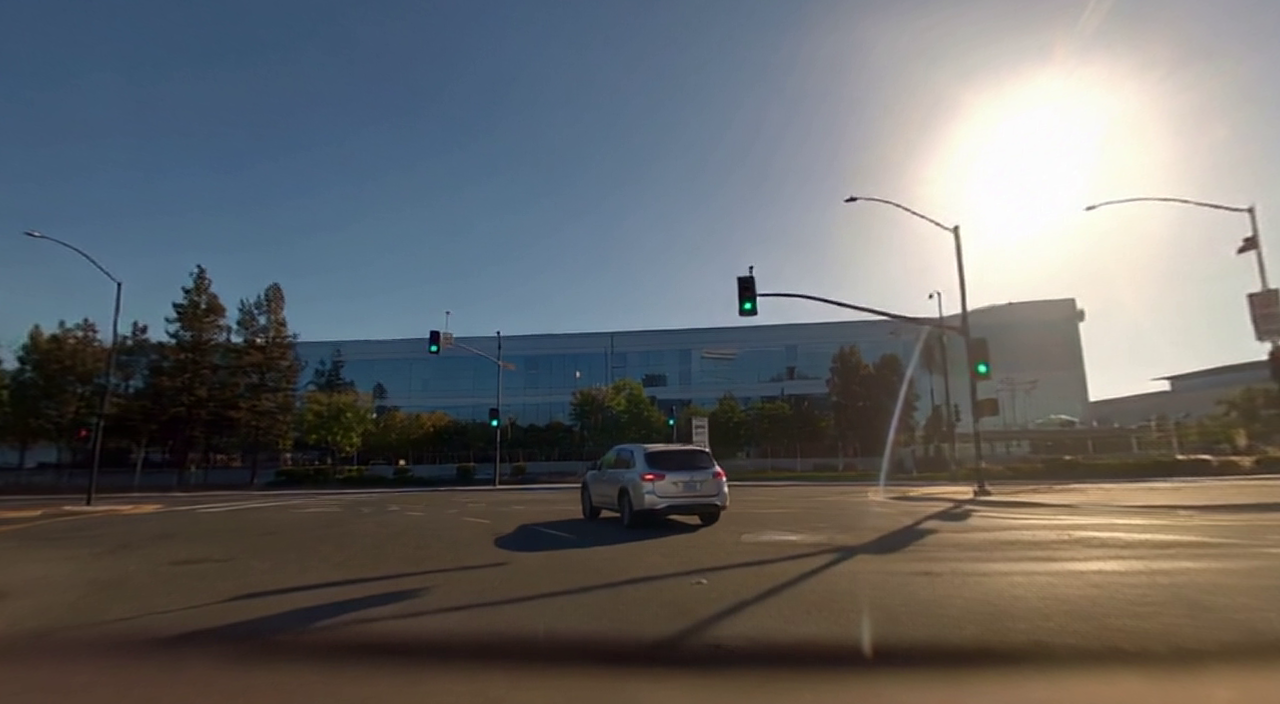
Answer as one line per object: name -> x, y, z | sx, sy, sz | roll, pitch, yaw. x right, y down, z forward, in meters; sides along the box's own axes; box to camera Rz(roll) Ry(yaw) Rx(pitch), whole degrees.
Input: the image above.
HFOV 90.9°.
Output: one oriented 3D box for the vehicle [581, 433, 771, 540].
vehicle -> 0.456, 2.448, 12.193 | 1.938, 1.648, 4.211 | 4, -9, -24
